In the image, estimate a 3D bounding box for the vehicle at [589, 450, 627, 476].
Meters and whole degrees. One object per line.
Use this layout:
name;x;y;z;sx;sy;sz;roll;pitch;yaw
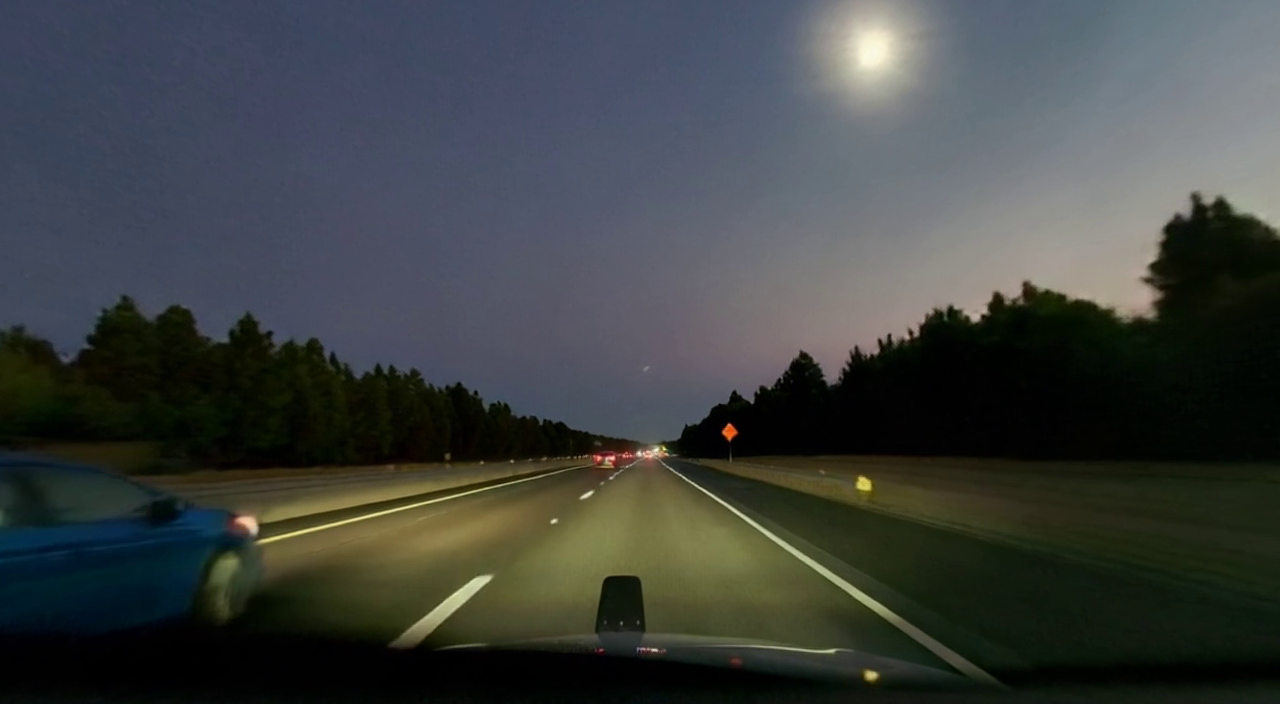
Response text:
vehicle;-1.877;6.707;38.350;1.917;1.450;3.997;0;-9;2

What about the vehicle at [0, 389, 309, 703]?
vehicle;-3.549;0.970;2.646;2.088;1.586;4.000;0;-9;0
